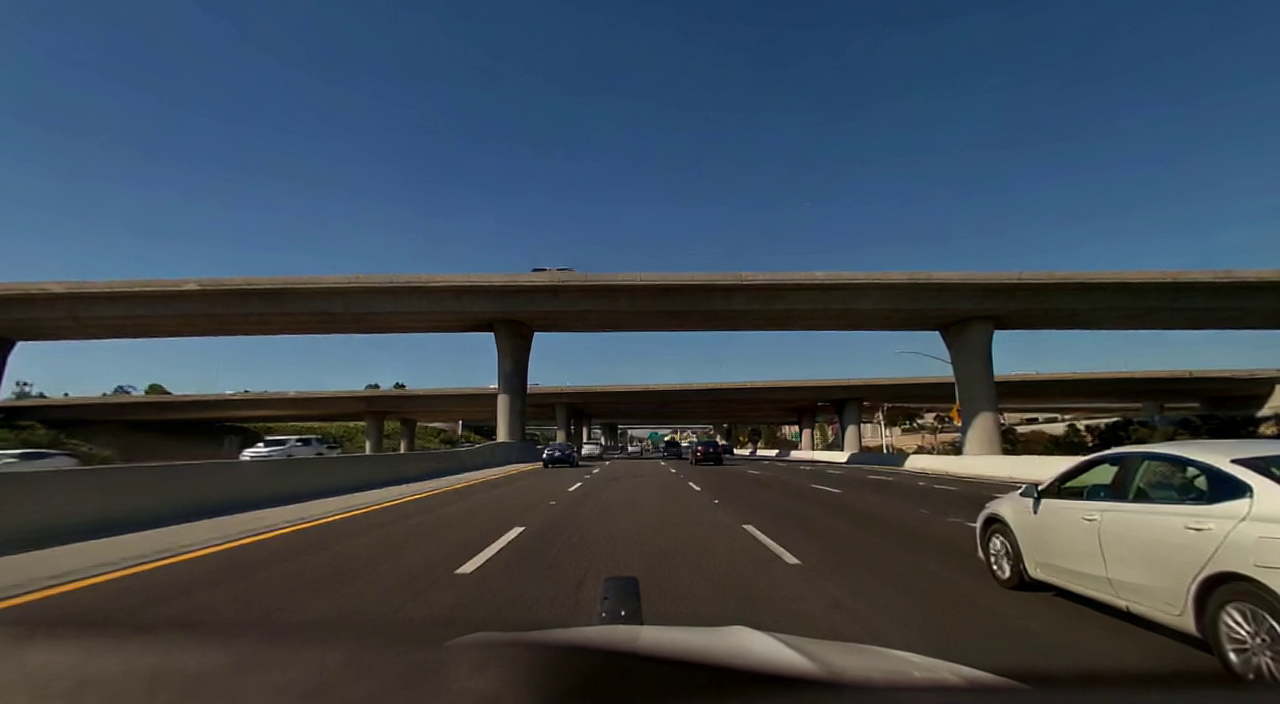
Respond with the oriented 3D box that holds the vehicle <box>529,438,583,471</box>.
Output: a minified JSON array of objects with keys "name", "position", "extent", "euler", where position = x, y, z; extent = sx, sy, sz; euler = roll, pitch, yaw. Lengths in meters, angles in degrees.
[{"name":"vehicle","position":[-4.056,5.042,31.171],"extent":[1.997,1.476,4.703],"euler":[0,-8,1]}]

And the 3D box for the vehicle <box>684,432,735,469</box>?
[{"name":"vehicle","position":[3.557,5.133,32.952],"extent":[2.072,1.761,4.242],"euler":[0,-8,-1]}]

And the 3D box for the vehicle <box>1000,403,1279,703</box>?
[{"name":"vehicle","position":[3.490,0.898,2.155],"extent":[1.989,1.472,4.322],"euler":[0,-8,1]}]

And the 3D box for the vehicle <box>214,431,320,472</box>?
[{"name":"vehicle","position":[-16.150,4.344,27.652],"extent":[2.067,1.626,4.437],"euler":[0,-8,-2]}]
